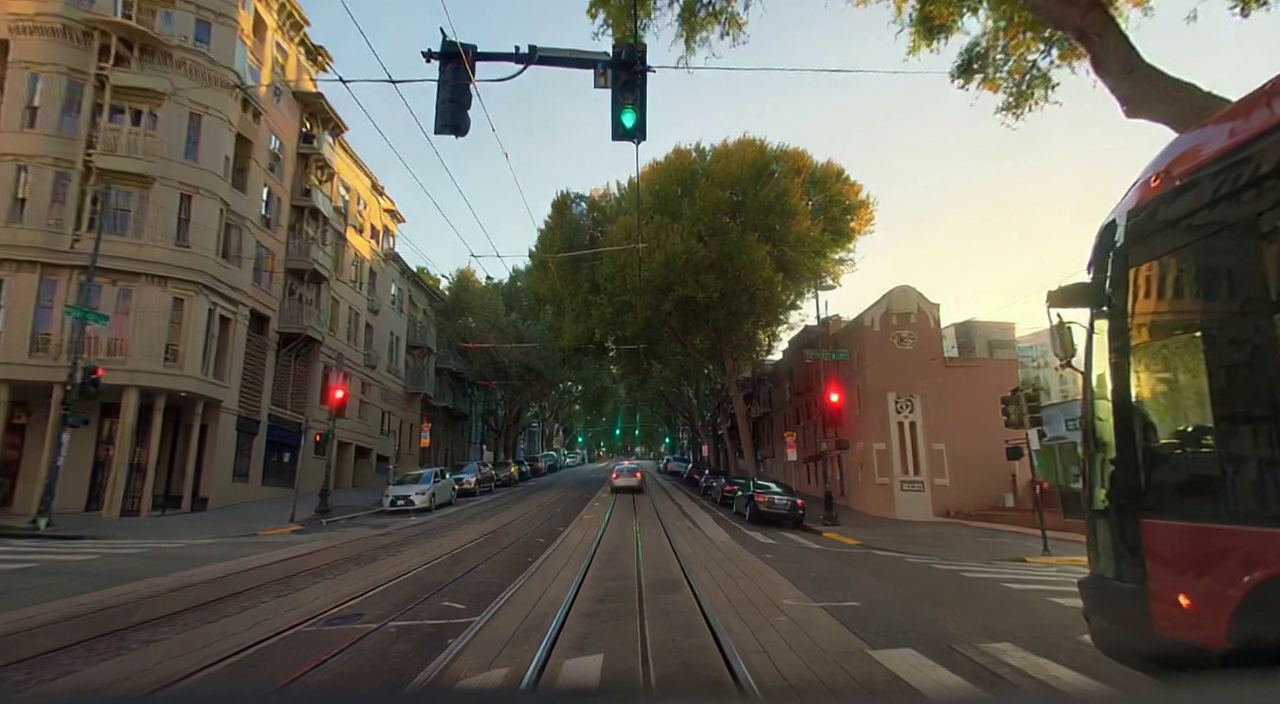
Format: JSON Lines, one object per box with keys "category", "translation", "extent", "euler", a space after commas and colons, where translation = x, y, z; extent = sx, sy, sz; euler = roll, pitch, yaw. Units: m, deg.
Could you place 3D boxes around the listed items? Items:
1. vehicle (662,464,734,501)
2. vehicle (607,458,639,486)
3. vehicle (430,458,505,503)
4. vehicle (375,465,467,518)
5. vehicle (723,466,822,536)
{"category": "vehicle", "translation": [2.742, 6.253, 30.551], "extent": [1.984, 1.571, 3.404], "euler": [4, -9, -25]}
{"category": "vehicle", "translation": [-1.078, 7.719, 40.764], "extent": [1.966, 1.600, 3.494], "euler": [0, -8, 0]}
{"category": "vehicle", "translation": [-7.425, 5.574, 27.689], "extent": [1.861, 1.751, 4.550], "euler": [1, -10, 2]}
{"category": "vehicle", "translation": [-7.443, 4.799, 21.889], "extent": [1.779, 1.588, 3.953], "euler": [2, -12, -1]}
{"category": "vehicle", "translation": [3.844, 4.388, 19.114], "extent": [1.929, 1.723, 4.134], "euler": [0, -8, -2]}
